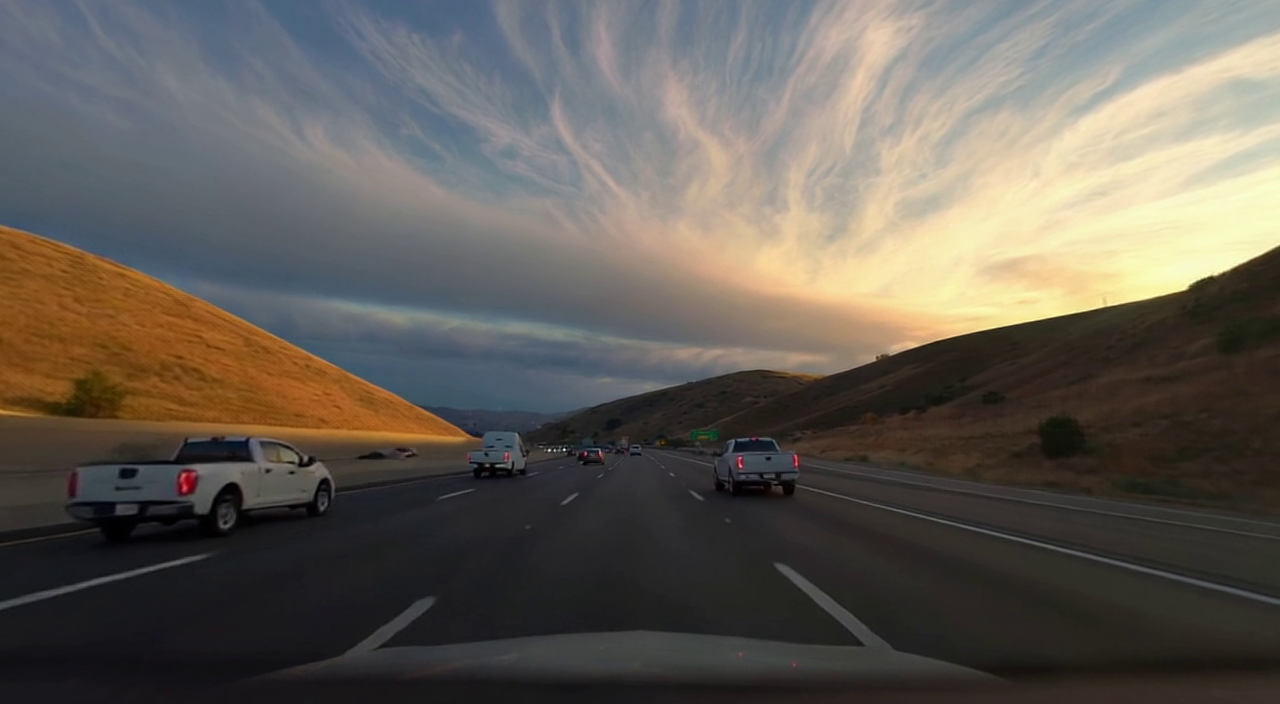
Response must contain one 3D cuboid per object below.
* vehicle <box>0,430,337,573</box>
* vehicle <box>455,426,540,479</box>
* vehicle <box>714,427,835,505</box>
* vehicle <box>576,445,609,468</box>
[{"bbox_3d":[-6.689,2.026,9.406,1.935,1.550,4.883,0,-9,-1],"label":"vehicle"},{"bbox_3d":[-7.405,5.358,33.770,2.937,2.509,7.090,0,-9,-1],"label":"vehicle"},{"bbox_3d":[3.399,3.024,17.027,2.231,1.789,4.700,0,-9,0],"label":"vehicle"},{"bbox_3d":[-3.401,7.572,45.855,2.009,1.593,4.378,0,-9,0],"label":"vehicle"}]
